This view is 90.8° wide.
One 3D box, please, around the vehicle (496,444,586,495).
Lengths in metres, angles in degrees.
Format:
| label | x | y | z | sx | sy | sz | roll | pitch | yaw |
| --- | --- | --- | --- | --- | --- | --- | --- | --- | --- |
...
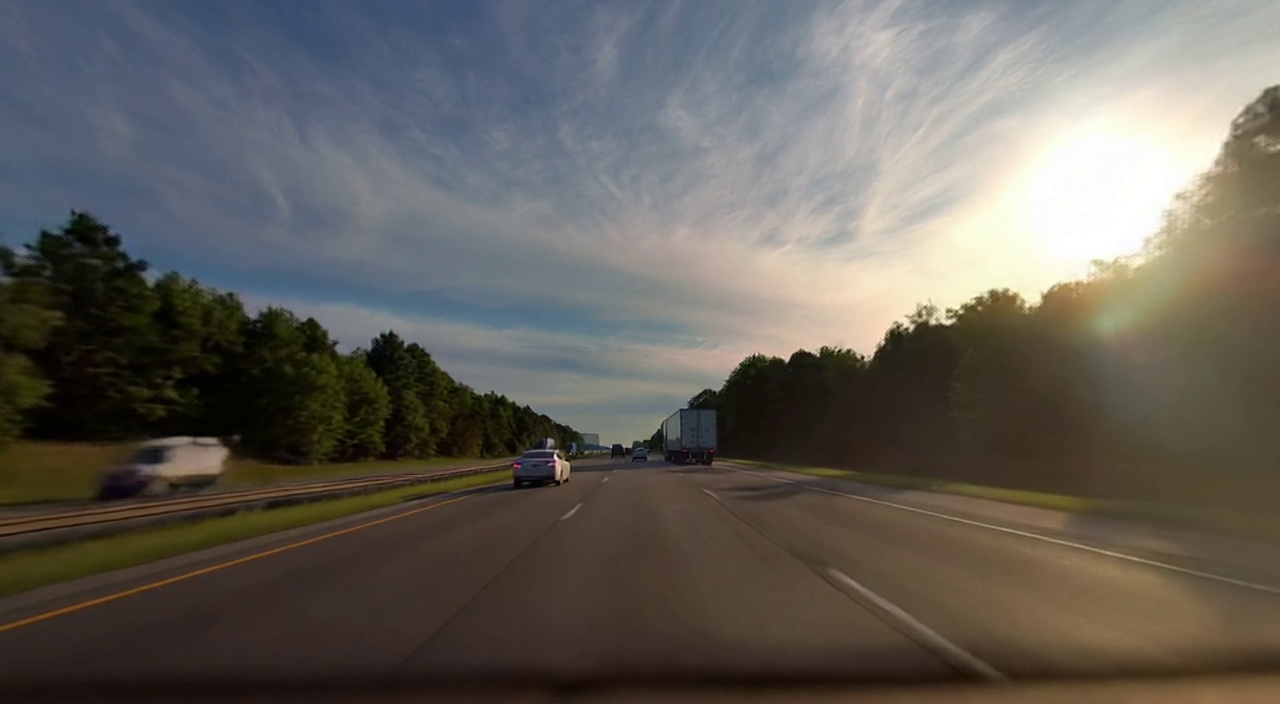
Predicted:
| label | x | y | z | sx | sy | sz | roll | pitch | yaw |
| --- | --- | --- | --- | --- | --- | --- | --- | --- | --- |
| vehicle | -3.038 | 3.732 | 20.459 | 2.121 | 1.445 | 4.651 | 0 | -9 | 1 |
